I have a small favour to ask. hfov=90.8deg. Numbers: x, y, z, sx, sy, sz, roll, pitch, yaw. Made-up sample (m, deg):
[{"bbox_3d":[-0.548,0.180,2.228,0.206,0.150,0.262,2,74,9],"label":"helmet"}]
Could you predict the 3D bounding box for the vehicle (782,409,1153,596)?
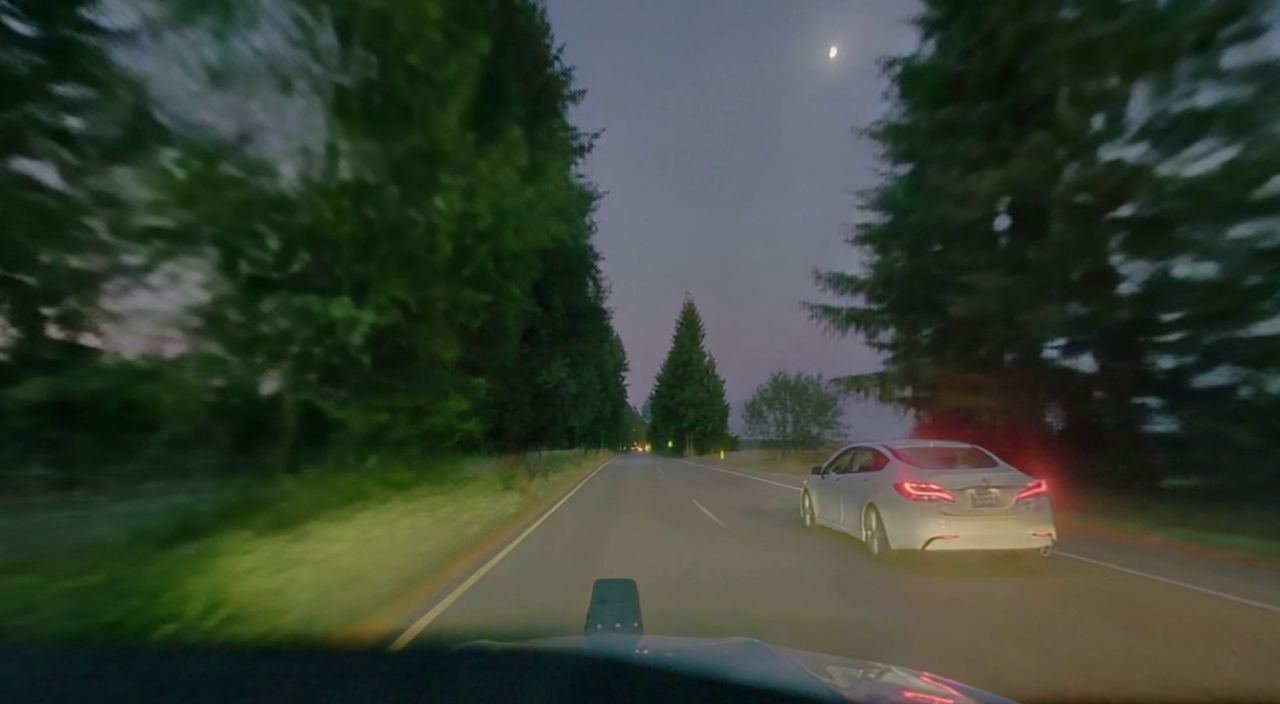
[{"bbox_3d":[3.363,1.647,7.821,2.060,1.584,4.592,0,-9,-1],"label":"vehicle"}]
